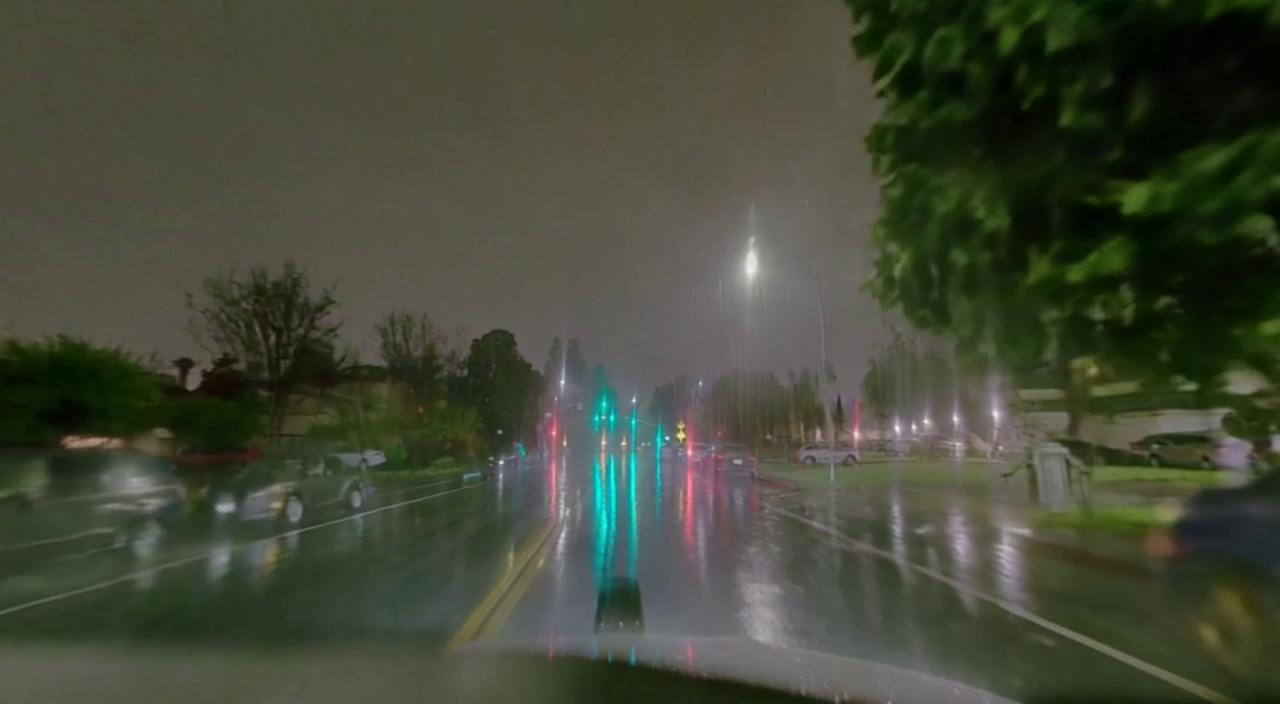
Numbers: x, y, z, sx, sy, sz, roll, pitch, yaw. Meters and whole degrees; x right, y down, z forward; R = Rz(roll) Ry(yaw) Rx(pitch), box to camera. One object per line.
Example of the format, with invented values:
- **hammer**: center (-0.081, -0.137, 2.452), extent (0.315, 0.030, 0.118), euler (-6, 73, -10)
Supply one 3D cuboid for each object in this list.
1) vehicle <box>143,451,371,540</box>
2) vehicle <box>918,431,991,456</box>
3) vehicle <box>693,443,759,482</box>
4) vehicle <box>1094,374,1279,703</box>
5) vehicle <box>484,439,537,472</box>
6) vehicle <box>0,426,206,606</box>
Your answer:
- **vehicle**: center (-7.363, 2.751, 12.828), extent (1.954, 1.430, 4.395), euler (0, -9, -2)
- **vehicle**: center (24.393, 7.102, 49.075), extent (4.476, 1.795, 2.055), euler (-1, -9, -2)
- **vehicle**: center (3.633, 4.753, 27.584), extent (1.955, 1.536, 4.395), euler (1, -9, -4)
- **vehicle**: center (4.257, 0.807, 2.067), extent (1.992, 1.703, 4.503), euler (0, -9, -3)
- **vehicle**: center (-8.397, 6.744, 41.443), extent (2.420, 2.004, 5.615), euler (0, -9, -2)
- **vehicle**: center (-7.217, 1.685, 6.778), extent (2.092, 1.706, 4.356), euler (0, -9, -2)
